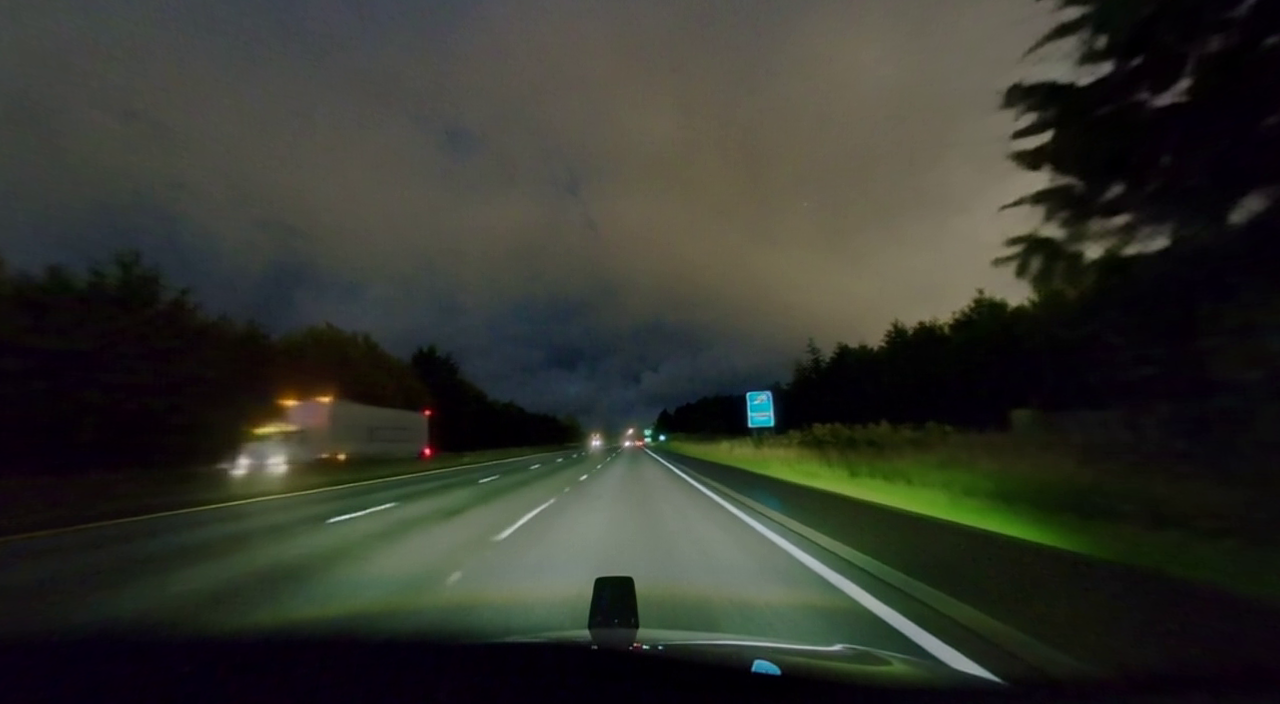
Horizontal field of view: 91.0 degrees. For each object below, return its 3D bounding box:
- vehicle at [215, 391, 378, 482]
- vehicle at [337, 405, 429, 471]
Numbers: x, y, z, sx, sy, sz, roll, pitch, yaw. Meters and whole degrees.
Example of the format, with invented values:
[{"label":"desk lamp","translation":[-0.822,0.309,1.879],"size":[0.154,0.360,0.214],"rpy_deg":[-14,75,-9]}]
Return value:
[{"label":"vehicle","translation":[-17.308,4.459,32.933],"size":[2.916,3.960,9.964],"rpy_deg":[0,-8,0]},{"label":"vehicle","translation":[-17.461,5.955,43.504],"size":[3.011,4.097,8.046],"rpy_deg":[0,-8,-1]}]
